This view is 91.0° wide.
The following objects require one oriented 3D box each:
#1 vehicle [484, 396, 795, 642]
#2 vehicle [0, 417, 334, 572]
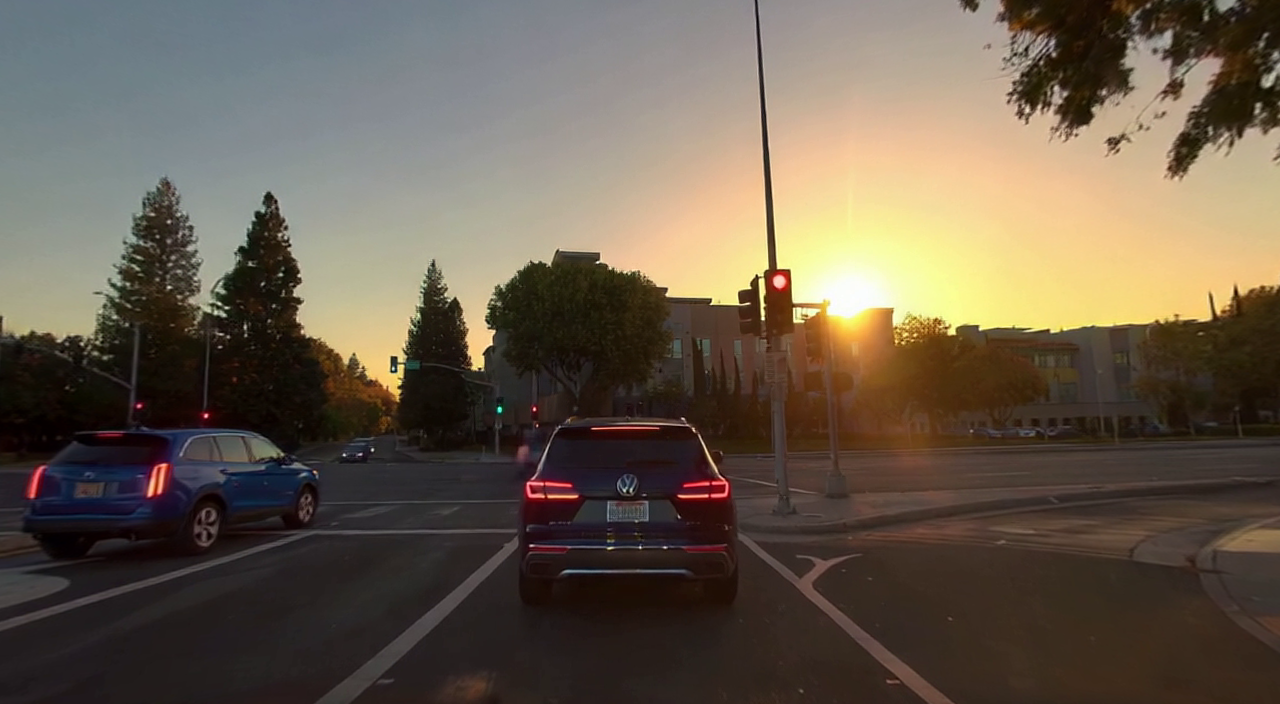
[{"bbox_3d":[-0.152,1.458,6.514,2.154,1.670,4.140,1,-9,-5],"label":"vehicle"},{"bbox_3d":[-6.392,1.899,9.151,2.020,1.695,4.187,1,-9,-5],"label":"vehicle"}]
